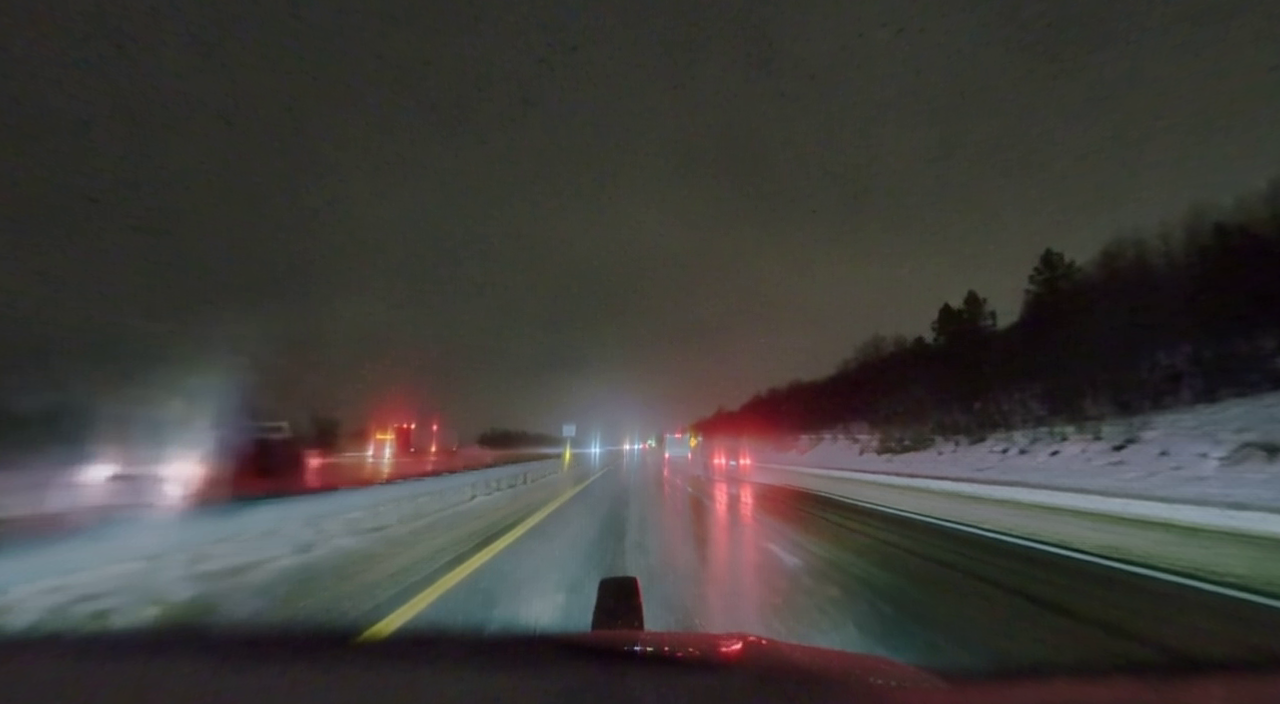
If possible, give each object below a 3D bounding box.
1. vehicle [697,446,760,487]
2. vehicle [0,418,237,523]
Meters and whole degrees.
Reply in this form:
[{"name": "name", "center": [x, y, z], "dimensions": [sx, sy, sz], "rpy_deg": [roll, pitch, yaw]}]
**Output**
[{"name": "vehicle", "center": [3.446, 4.519, 25.084], "dimensions": [1.836, 1.459, 3.766], "rpy_deg": [0, -9, -2]}, {"name": "vehicle", "center": [-9.397, 2.028, 11.118], "dimensions": [1.876, 1.500, 3.973], "rpy_deg": [0, -9, 0]}]
